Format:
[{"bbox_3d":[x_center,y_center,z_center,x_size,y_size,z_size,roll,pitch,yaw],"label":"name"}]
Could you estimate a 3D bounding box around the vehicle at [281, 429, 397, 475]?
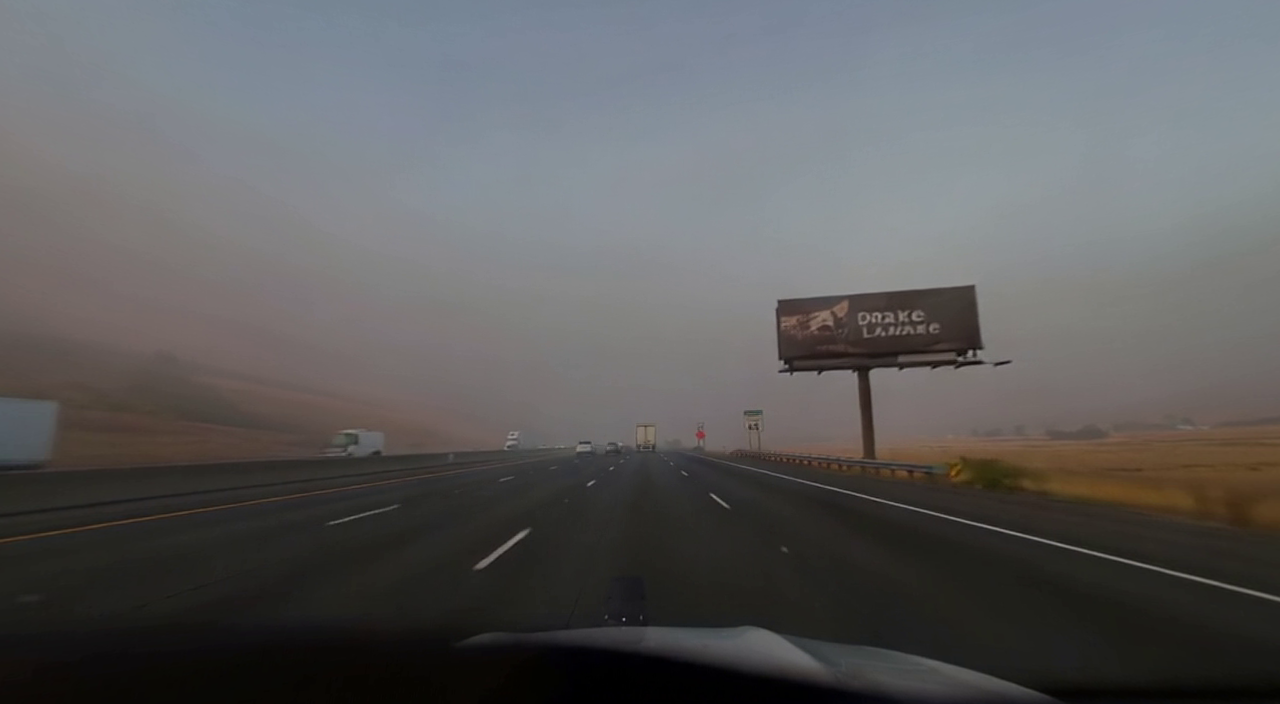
[{"bbox_3d":[-20.702,6.957,44.448,2.885,2.821,10.731,0,-8,0],"label":"vehicle"}]
